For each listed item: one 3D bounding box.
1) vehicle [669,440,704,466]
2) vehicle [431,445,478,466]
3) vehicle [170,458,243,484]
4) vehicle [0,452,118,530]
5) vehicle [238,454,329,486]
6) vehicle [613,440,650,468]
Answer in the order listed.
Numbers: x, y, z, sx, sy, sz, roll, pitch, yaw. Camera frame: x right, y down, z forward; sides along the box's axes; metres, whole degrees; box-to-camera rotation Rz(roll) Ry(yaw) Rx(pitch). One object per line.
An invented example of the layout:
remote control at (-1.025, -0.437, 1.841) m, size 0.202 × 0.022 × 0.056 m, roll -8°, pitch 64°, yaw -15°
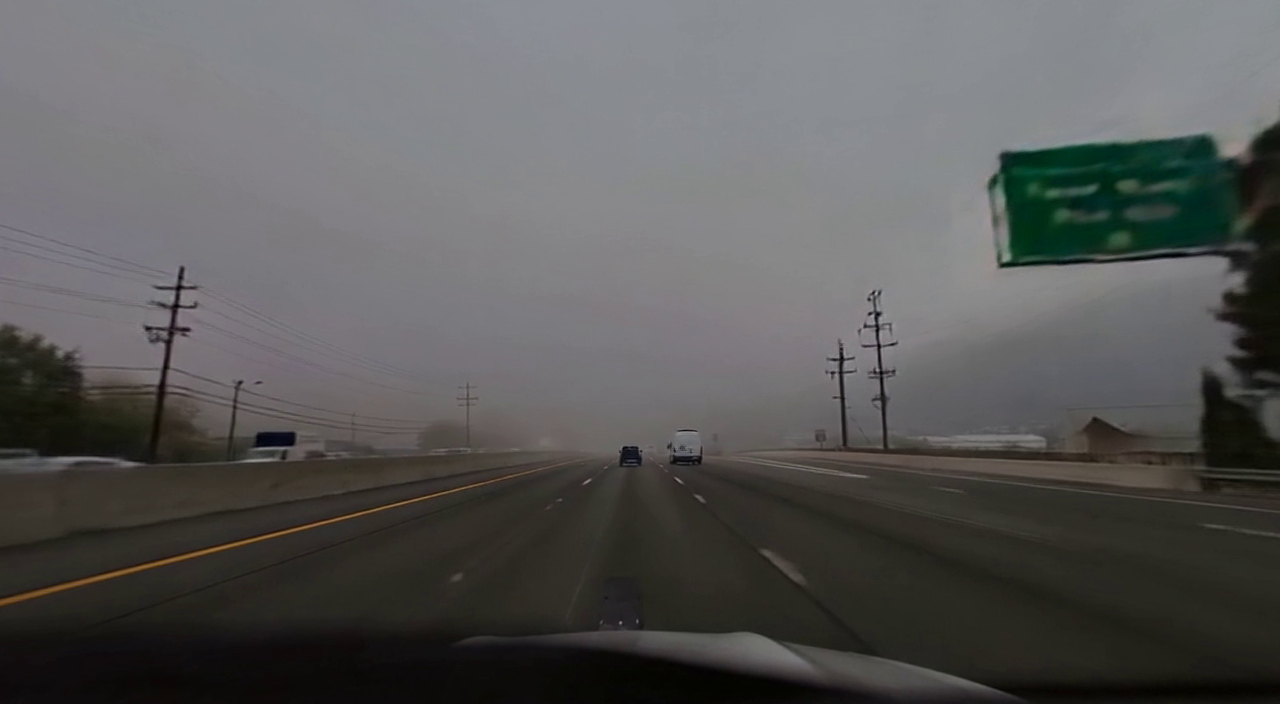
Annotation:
vehicle at (3.243, 7.202, 45.095) m, size 2.036 × 1.796 × 4.470 m, roll 0°, pitch -9°, yaw -2°
vehicle at (-13.998, 7.860, 47.966) m, size 2.147 × 1.528 × 4.437 m, roll 0°, pitch -9°, yaw 0°
vehicle at (-28.158, 7.730, 41.208) m, size 1.900 × 1.551 × 3.993 m, roll 0°, pitch -9°, yaw -1°
vehicle at (-13.435, 2.774, 12.689) m, size 1.969 × 1.481 × 4.595 m, roll 0°, pitch -9°, yaw 0°
vehicle at (-17.760, 5.857, 31.773) m, size 1.966 × 1.450 × 4.456 m, roll 0°, pitch -9°, yaw 0°
vehicle at (-0.574, 6.763, 41.860) m, size 2.325 × 1.712 × 4.592 m, roll 0°, pitch -9°, yaw -1°
